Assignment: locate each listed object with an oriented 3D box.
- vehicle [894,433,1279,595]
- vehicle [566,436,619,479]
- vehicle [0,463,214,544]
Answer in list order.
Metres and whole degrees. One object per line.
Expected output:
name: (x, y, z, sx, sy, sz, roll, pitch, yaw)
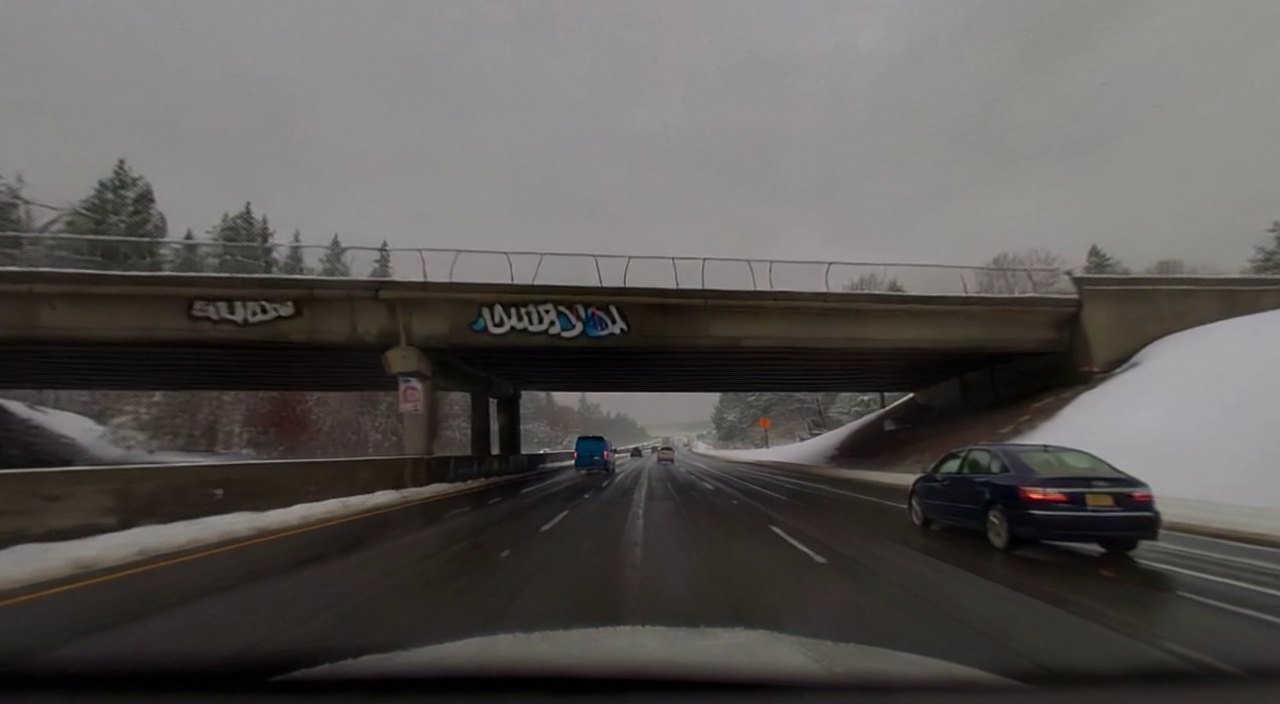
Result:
vehicle: (5.284, 1.871, 8.286, 1.972, 1.492, 4.623, 0, -9, 0)
vehicle: (-2.359, 5.475, 33.045, 2.310, 2.030, 5.094, 0, -9, 1)
vehicle: (-12.193, 3.320, 14.405, 1.912, 1.440, 4.266, 0, -9, 1)
